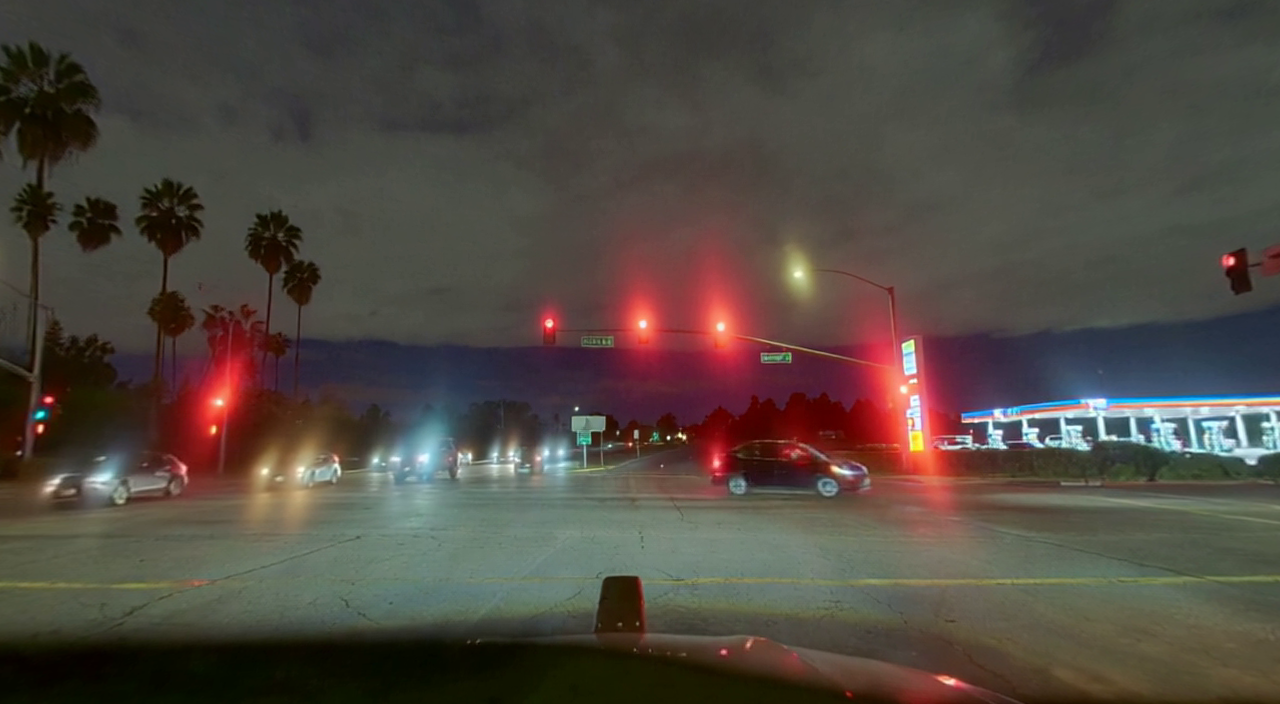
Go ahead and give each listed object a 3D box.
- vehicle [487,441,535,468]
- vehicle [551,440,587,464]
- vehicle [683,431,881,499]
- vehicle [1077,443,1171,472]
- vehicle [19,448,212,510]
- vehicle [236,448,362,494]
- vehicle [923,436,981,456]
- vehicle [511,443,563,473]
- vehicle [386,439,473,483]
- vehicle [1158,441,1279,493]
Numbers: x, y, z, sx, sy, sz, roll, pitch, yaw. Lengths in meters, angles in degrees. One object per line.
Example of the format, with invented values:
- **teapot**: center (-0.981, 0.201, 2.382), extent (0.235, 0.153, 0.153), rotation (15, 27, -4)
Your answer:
- **vehicle**: center (-8.536, 6.828, 42.196), extent (2.124, 1.701, 4.551), rotation (0, -9, 1)
- **vehicle**: center (-5.164, 7.357, 46.556), extent (1.929, 1.719, 4.892), rotation (0, -9, 1)
- **vehicle**: center (3.884, 3.094, 17.629), extent (4.938, 1.651, 2.138), rotation (-5, -10, 31)
- **vehicle**: center (24.262, 5.300, 31.736), extent (3.474, 1.376, 1.538), rotation (0, -9, -2)
- **vehicle**: center (-15.280, 3.674, 18.802), extent (1.956, 1.611, 4.359), rotation (0, -9, 0)
- **vehicle**: center (-11.860, 4.136, 22.407), extent (1.966, 1.455, 4.493), rotation (0, -9, 0)
- **vehicle**: center (22.540, 6.767, 45.657), extent (3.356, 1.395, 1.559), rotation (0, -9, -1)
- **vehicle**: center (-5.287, 5.512, 33.073), extent (1.983, 1.464, 4.579), rotation (0, -9, 0)
- **vehicle**: center (-8.579, 4.457, 26.169), extent (2.156, 1.662, 4.186), rotation (0, -9, 0)
- **vehicle**: center (18.743, 3.405, 18.831), extent (5.015, 1.446, 1.862), rotation (0, -9, -3)
